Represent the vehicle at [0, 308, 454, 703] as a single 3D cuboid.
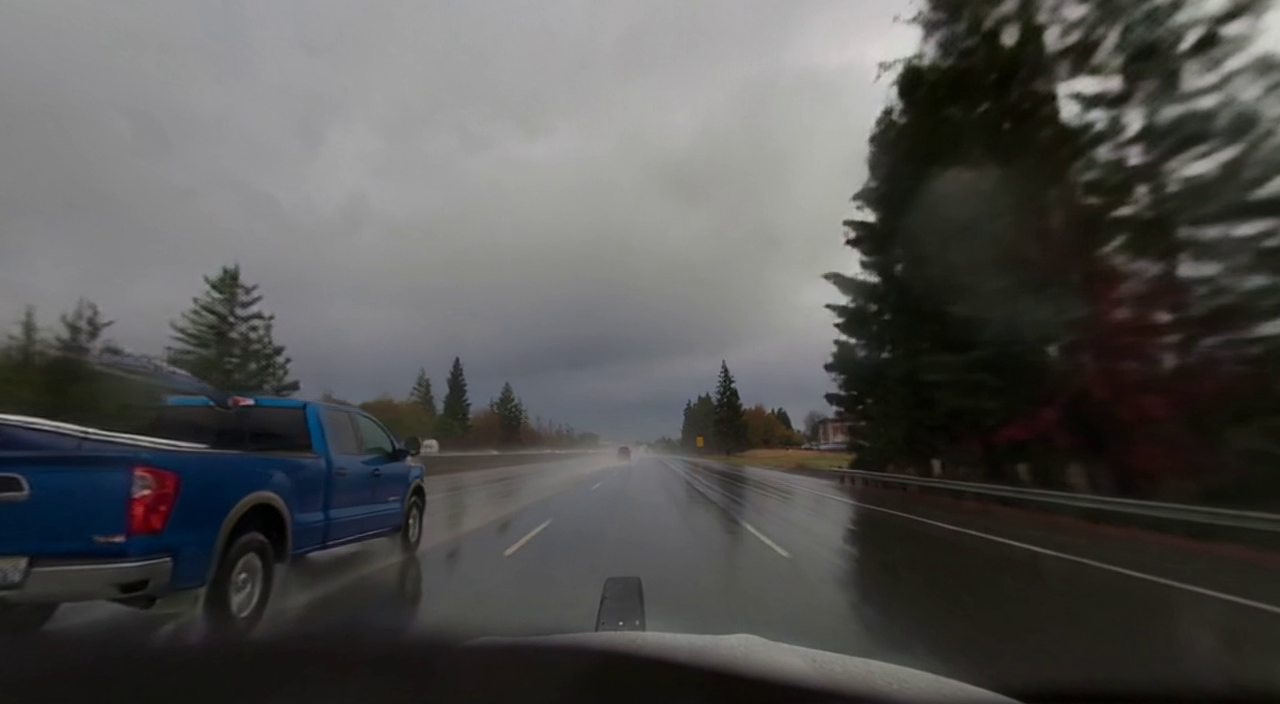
[{"bbox_3d":[-3.320,1.112,4.722,2.202,1.836,5.009,0,-9,1],"label":"vehicle"}]
